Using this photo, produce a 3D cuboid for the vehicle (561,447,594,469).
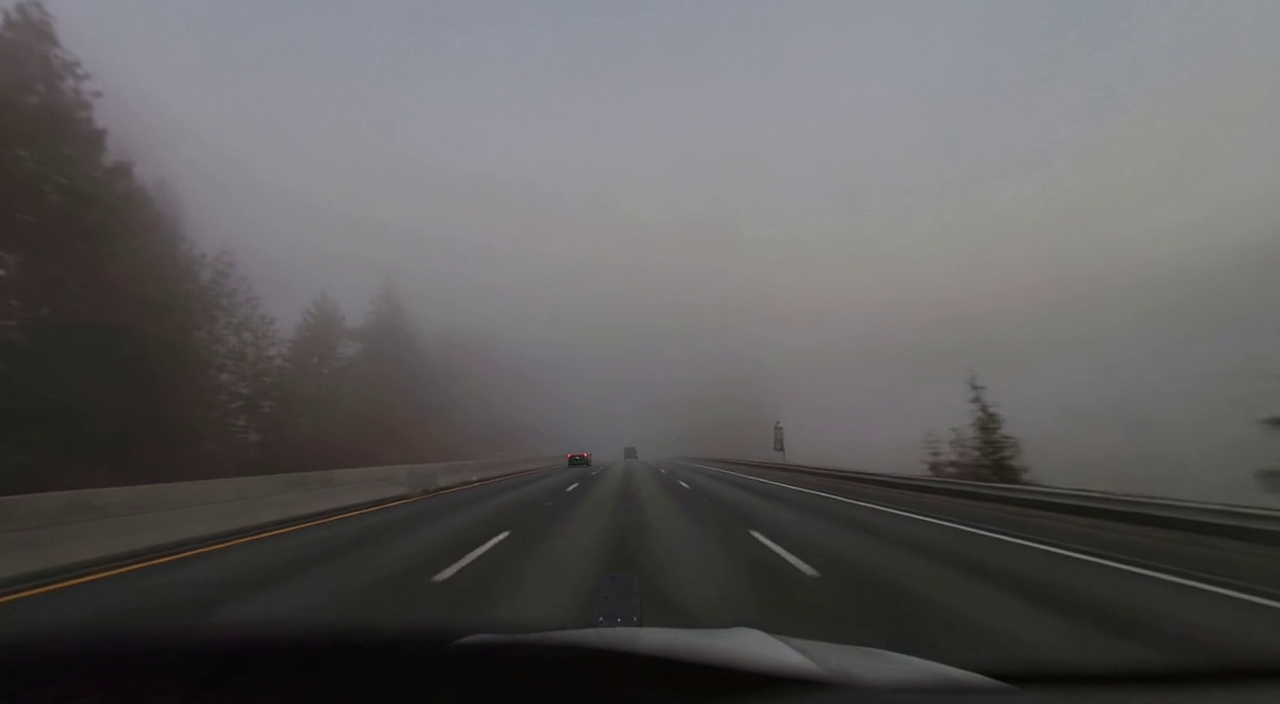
[{"bbox_3d":[-4.283,7.351,43.787,1.970,1.492,3.944,0,-9,-1],"label":"vehicle"}]
